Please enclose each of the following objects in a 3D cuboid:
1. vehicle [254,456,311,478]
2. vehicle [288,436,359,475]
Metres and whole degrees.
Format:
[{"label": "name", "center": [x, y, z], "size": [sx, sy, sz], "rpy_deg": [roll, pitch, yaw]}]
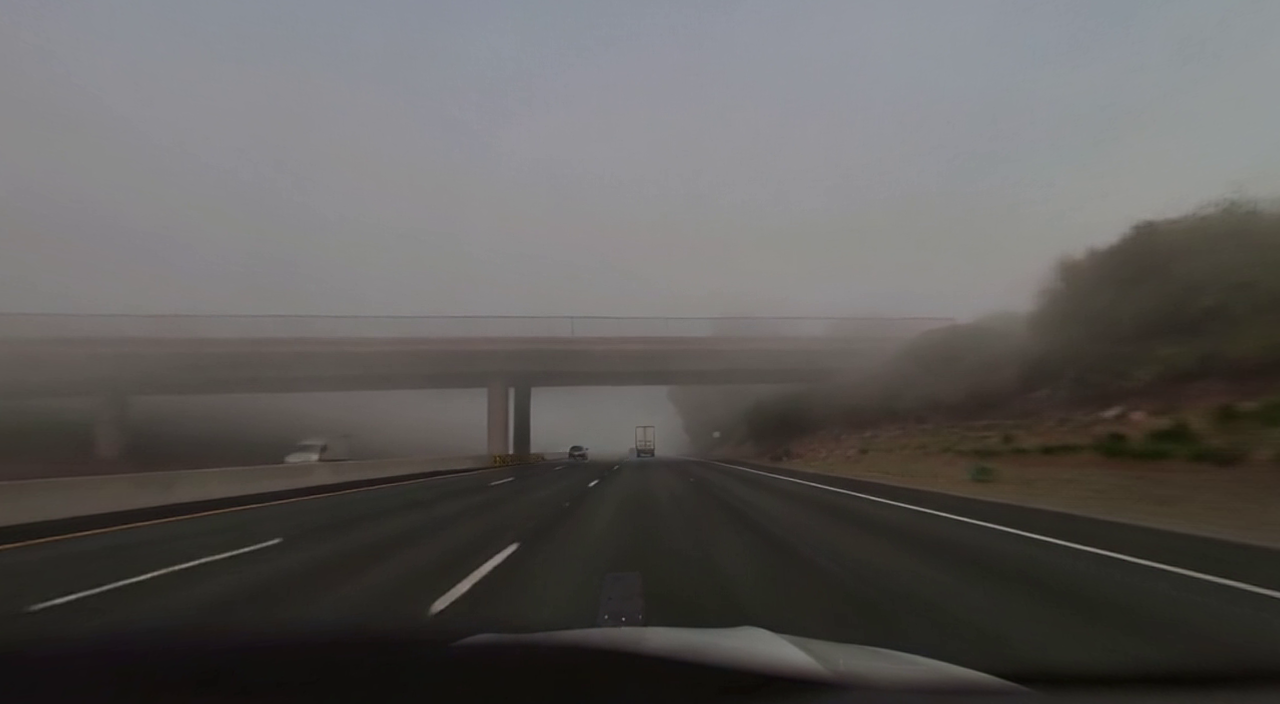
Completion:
[{"label": "vehicle", "center": [-27.553, 8.822, 48.722], "size": [1.946, 1.535, 4.110], "rpy_deg": [0, -8, 0]}, {"label": "vehicle", "center": [-23.495, 7.669, 47.093], "size": [2.199, 2.684, 5.865], "rpy_deg": [0, -8, 0]}]
